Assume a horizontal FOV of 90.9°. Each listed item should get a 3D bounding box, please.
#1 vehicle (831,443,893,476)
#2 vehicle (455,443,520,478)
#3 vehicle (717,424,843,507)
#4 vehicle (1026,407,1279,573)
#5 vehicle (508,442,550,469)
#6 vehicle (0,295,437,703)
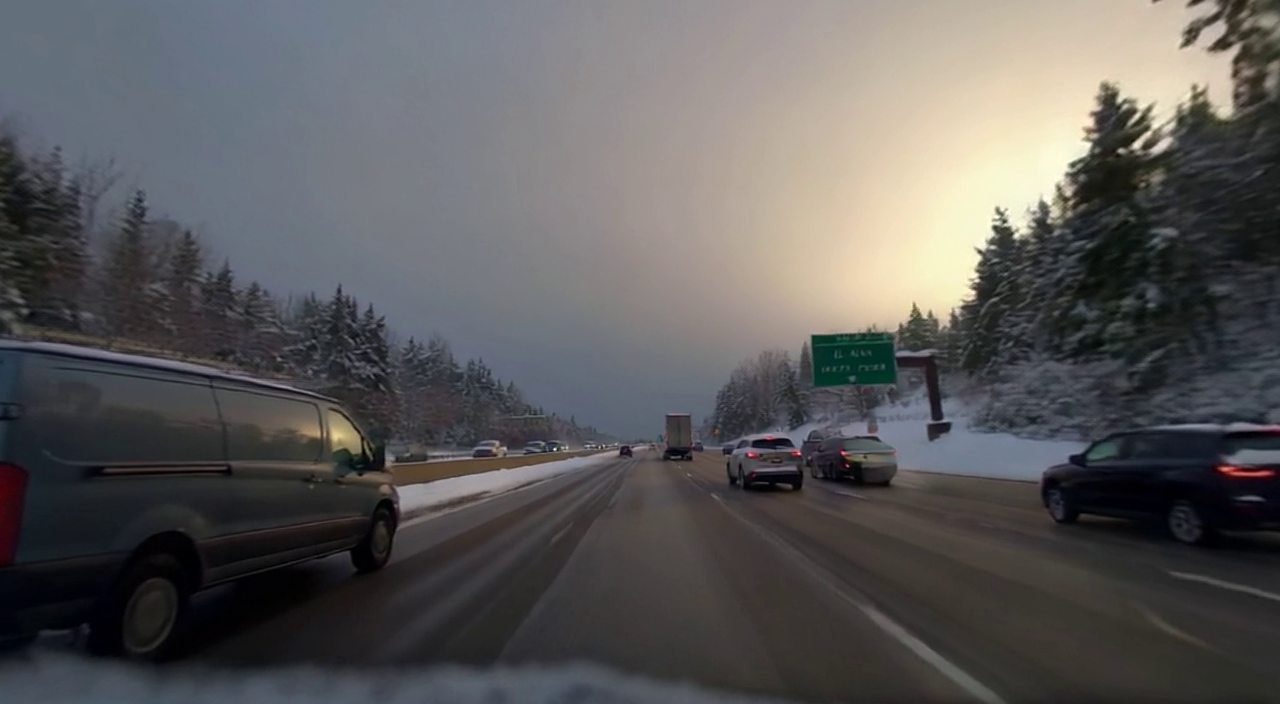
[{"bbox_3d":[10.927,5.294,31.304,1.827,1.493,3.919,0,-8,3],"label":"vehicle"},{"bbox_3d":[-7.666,5.471,32.157,2.012,1.669,4.599,0,-8,2],"label":"vehicle"},{"bbox_3d":[3.452,2.912,16.660,2.209,1.862,4.717,0,-8,-1],"label":"vehicle"},{"bbox_3d":[7.600,1.727,8.594,1.976,1.703,4.288,0,-8,1],"label":"vehicle"},{"bbox_3d":[-7.442,6.989,42.722,1.955,1.742,4.446,0,-8,1],"label":"vehicle"},{"bbox_3d":[-3.541,1.071,4.670,2.159,1.922,5.345,0,-8,1],"label":"vehicle"}]
